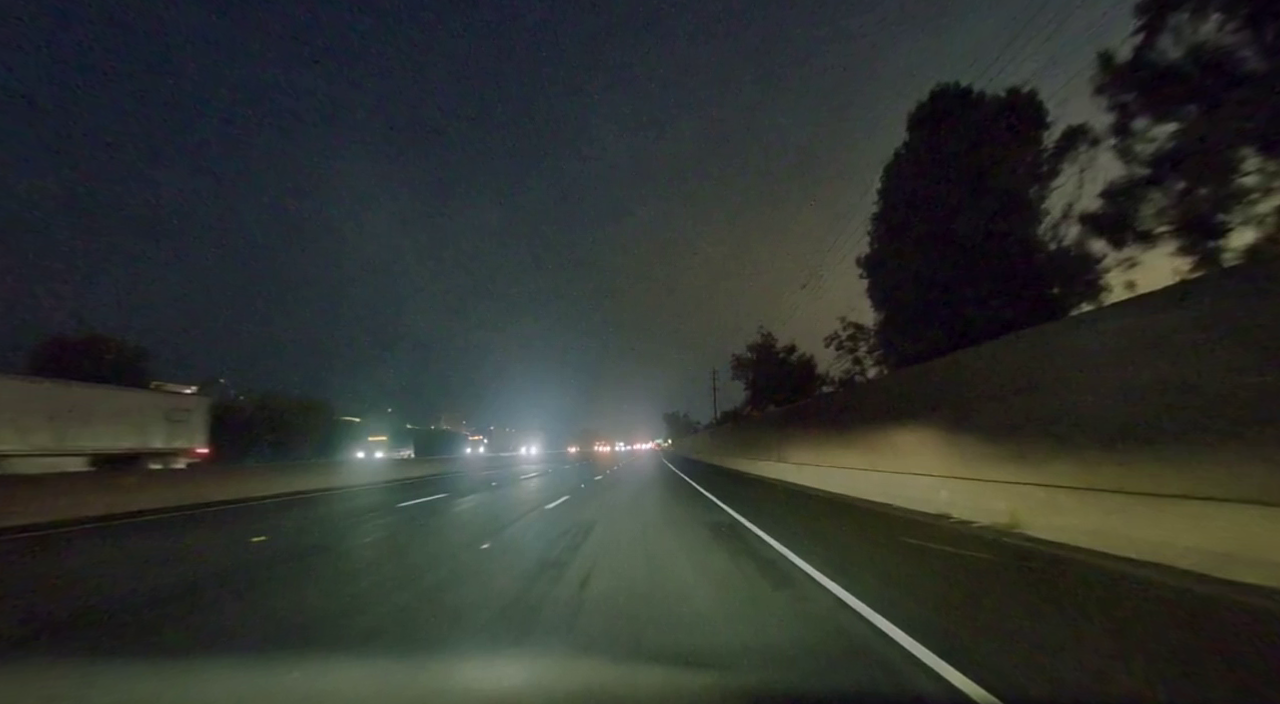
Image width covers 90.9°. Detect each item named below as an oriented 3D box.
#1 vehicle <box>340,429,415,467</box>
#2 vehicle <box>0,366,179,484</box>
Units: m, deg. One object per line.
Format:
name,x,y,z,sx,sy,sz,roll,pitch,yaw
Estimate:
vehicle,-18.367,6.794,44.494,2.518,2.459,5.886,0,-9,2
vehicle,-23.193,2.441,21.101,3.681,3.888,15.270,0,-9,1
